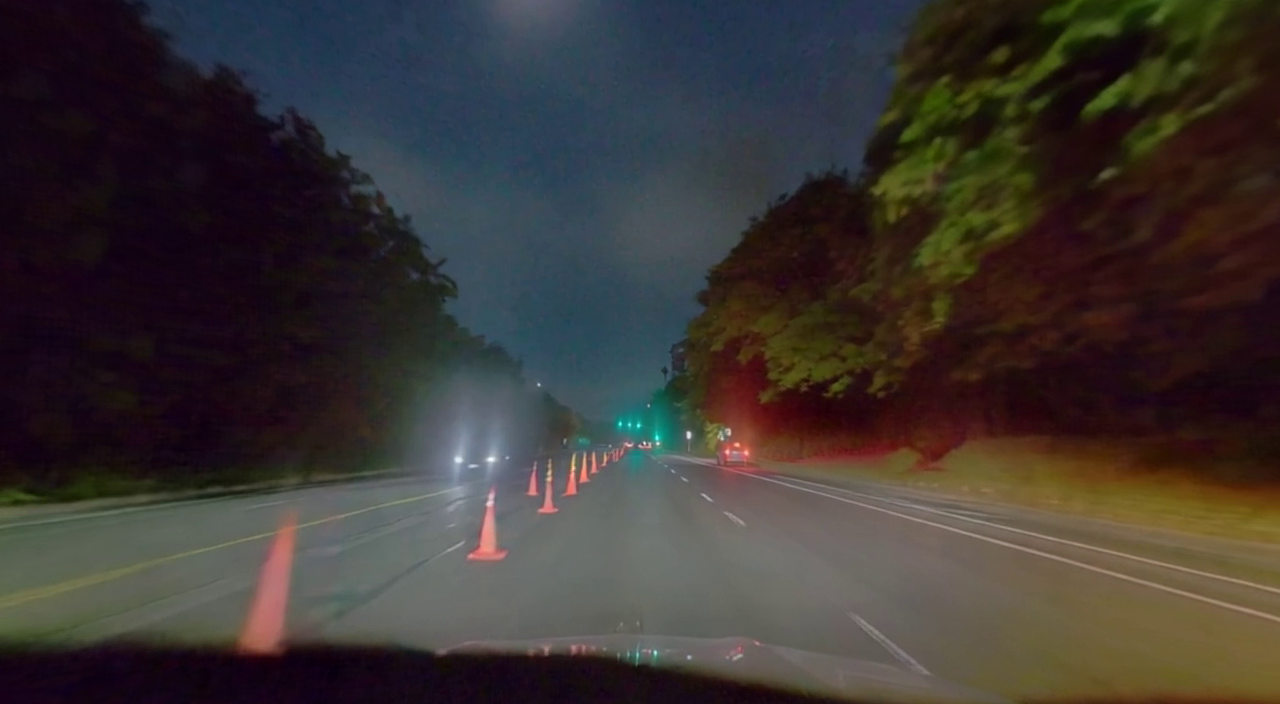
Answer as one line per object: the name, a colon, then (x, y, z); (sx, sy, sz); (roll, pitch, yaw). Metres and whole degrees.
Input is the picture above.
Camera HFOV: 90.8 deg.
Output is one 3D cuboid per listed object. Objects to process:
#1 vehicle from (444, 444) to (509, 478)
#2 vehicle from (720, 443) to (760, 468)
vehicle: (-7.633, 5.094, 29.960); (1.907, 1.455, 4.404); (0, -8, 0)
vehicle: (6.265, 6.538, 40.038); (1.904, 1.470, 4.583); (-1, -8, 2)
